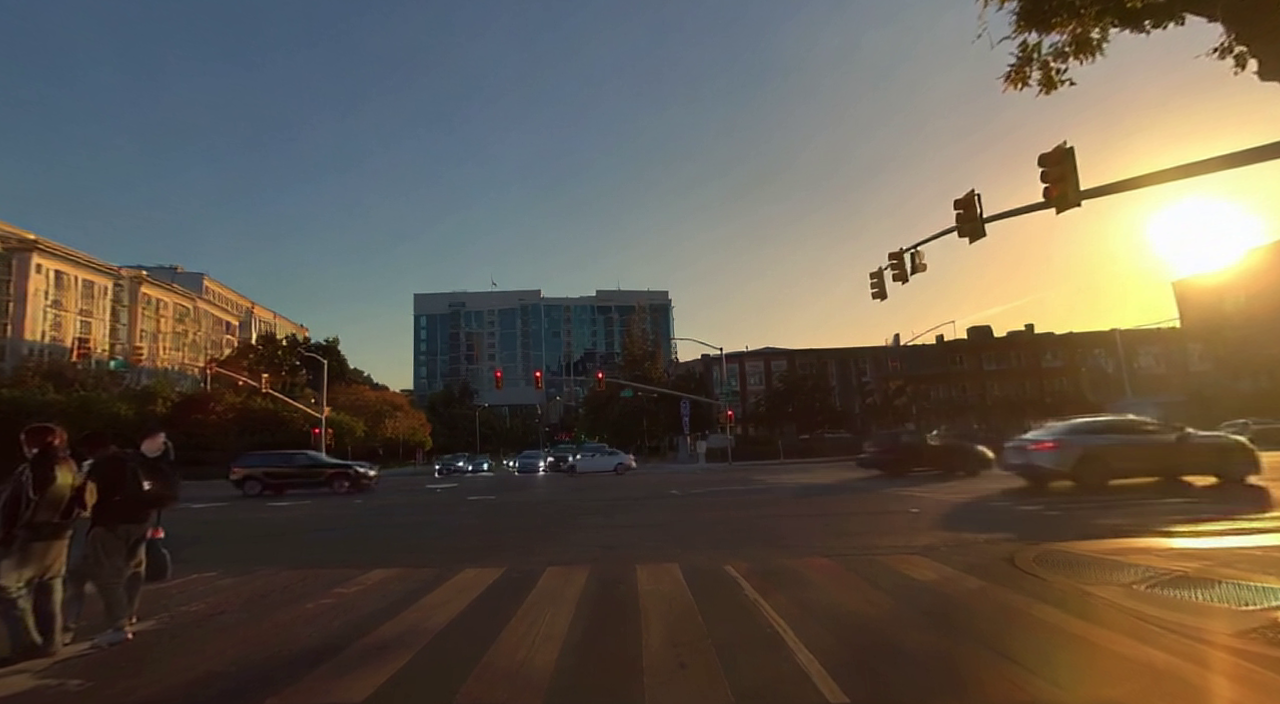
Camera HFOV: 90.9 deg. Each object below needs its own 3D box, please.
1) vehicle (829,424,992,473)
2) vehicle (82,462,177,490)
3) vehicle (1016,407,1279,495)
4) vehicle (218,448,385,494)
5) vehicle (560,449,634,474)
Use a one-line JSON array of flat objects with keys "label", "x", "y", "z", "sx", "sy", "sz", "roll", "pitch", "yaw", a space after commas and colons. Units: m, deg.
[{"label": "vehicle", "x": 8.480, "y": 3.077, "z": 20.120, "sx": 4.360, "sy": 1.460, "sz": 1.834, "roll": -1, "pitch": -9, "yaw": 6}, {"label": "vehicle", "x": -31.357, "y": 7.590, "z": 38.762, "sx": 4.397, "sy": 1.582, "sz": 1.820, "roll": -1, "pitch": -9, "yaw": 6}, {"label": "vehicle", "x": 10.226, "y": 1.887, "z": 12.018, "sx": 4.808, "sy": 1.517, "sz": 1.806, "roll": -1, "pitch": -9, "yaw": 6}, {"label": "vehicle", "x": -11.408, "y": 4.013, "z": 21.416, "sx": 4.650, "sy": 1.448, "sz": 1.892, "roll": -1, "pitch": -9, "yaw": 7}, {"label": "vehicle", "x": -2.683, "y": 6.873, "z": 39.722, "sx": 4.377, "sy": 1.491, "sz": 1.734, "roll": -1, "pitch": -9, "yaw": 6}]
